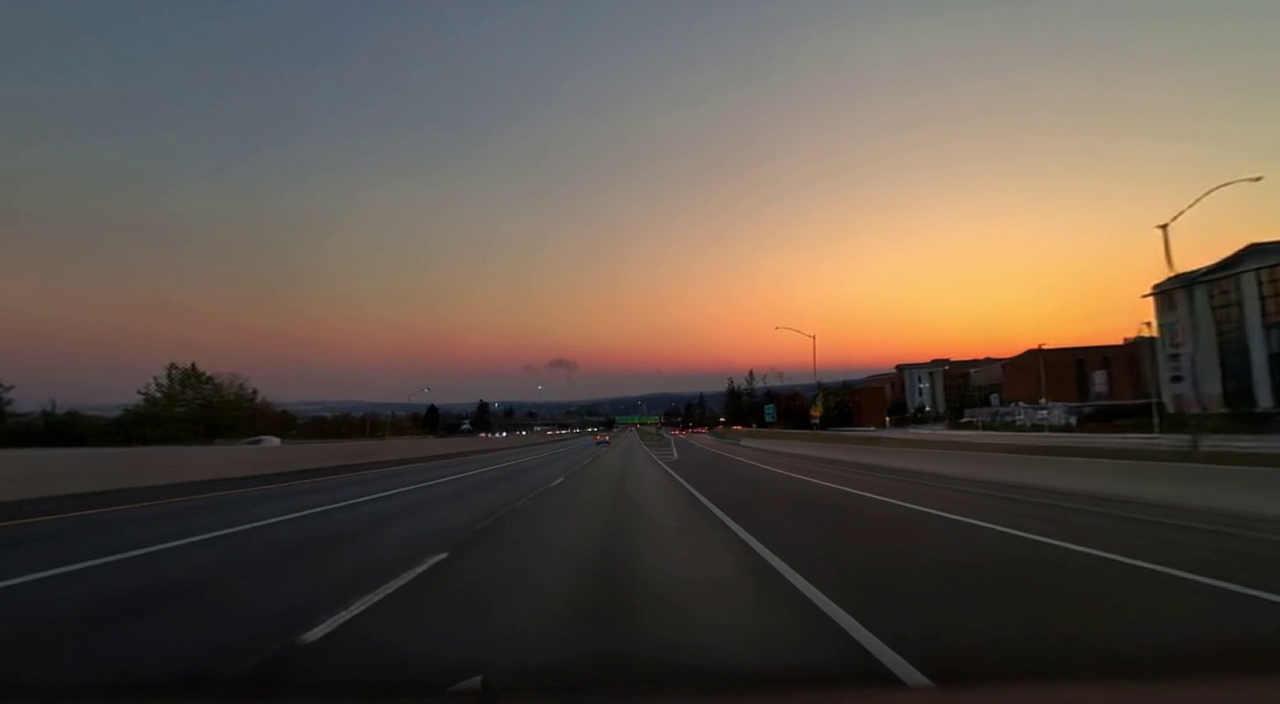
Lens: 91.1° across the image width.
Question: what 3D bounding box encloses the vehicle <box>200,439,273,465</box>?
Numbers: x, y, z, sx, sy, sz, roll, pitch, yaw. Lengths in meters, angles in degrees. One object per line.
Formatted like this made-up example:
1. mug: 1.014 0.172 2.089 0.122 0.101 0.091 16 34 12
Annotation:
1. vehicle: -24.909 6.180 38.989 1.840 1.491 4.012 0 -8 0
